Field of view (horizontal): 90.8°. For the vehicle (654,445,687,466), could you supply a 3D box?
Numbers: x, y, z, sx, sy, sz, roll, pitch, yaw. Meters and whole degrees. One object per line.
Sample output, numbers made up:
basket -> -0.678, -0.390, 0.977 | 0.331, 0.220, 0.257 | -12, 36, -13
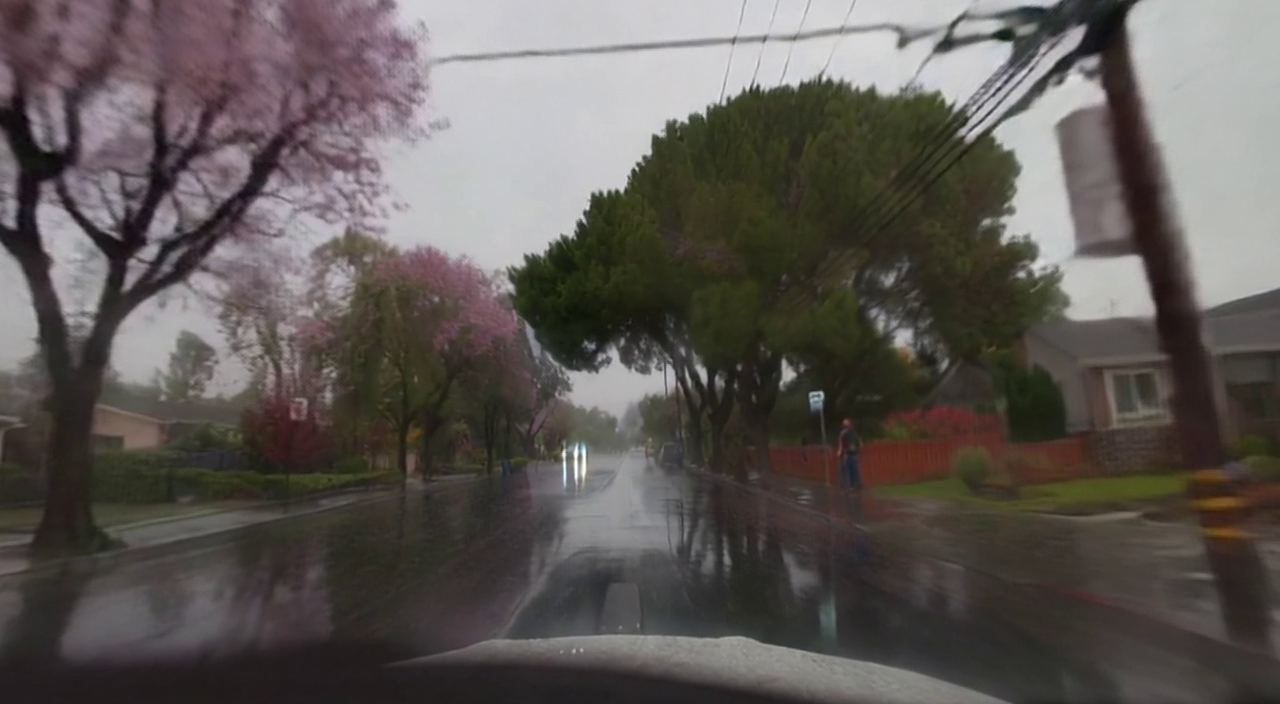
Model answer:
vehicle -> 2.190, 7.591, 46.432 | 2.022, 1.455, 4.406 | 0, -9, -2

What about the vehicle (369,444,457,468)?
vehicle -> -17.315, 7.961, 48.425 | 5.902, 1.796, 2.183 | 0, -9, -2
